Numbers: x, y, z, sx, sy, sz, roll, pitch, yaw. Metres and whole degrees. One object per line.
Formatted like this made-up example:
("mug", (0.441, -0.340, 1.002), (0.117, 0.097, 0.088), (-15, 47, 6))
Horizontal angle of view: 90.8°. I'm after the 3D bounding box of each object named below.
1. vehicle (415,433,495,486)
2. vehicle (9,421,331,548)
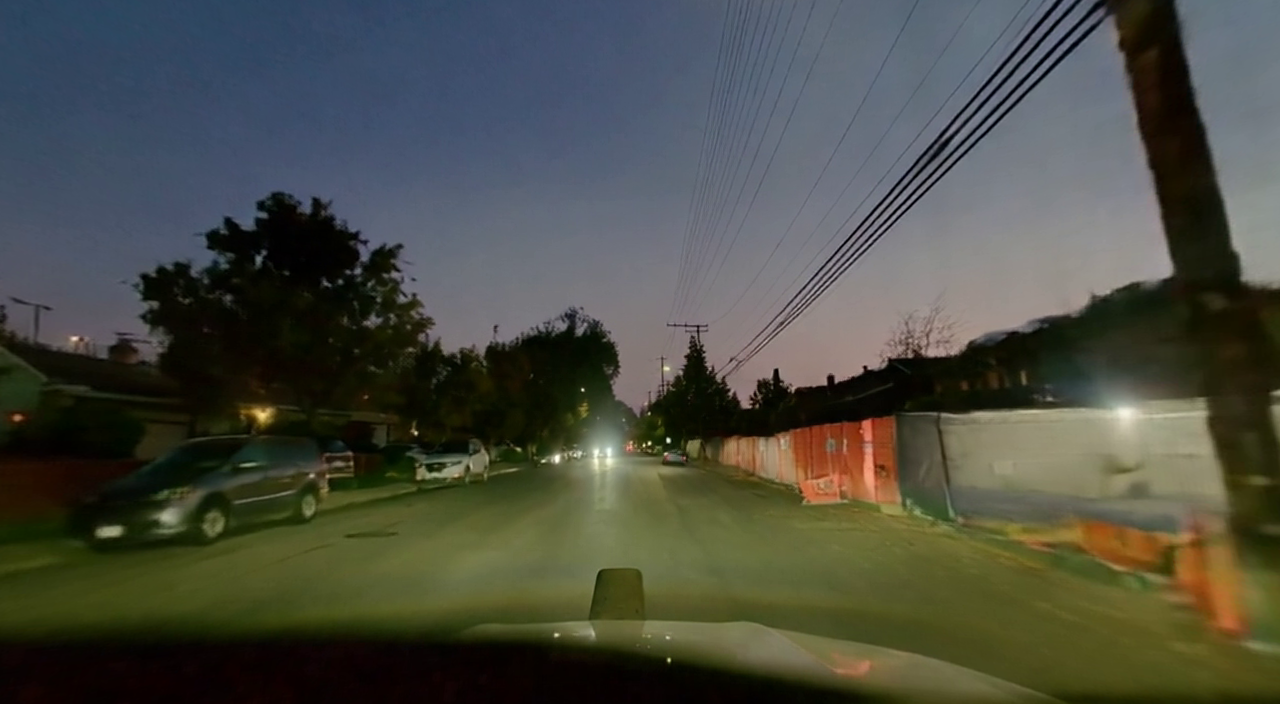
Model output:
("vehicle", (-6.837, 4.029, 23.780), (1.932, 1.743, 4.079), (-1, -10, -2))
("vehicle", (-7.684, 2.198, 11.154), (2.019, 1.723, 4.650), (0, -9, 1))
